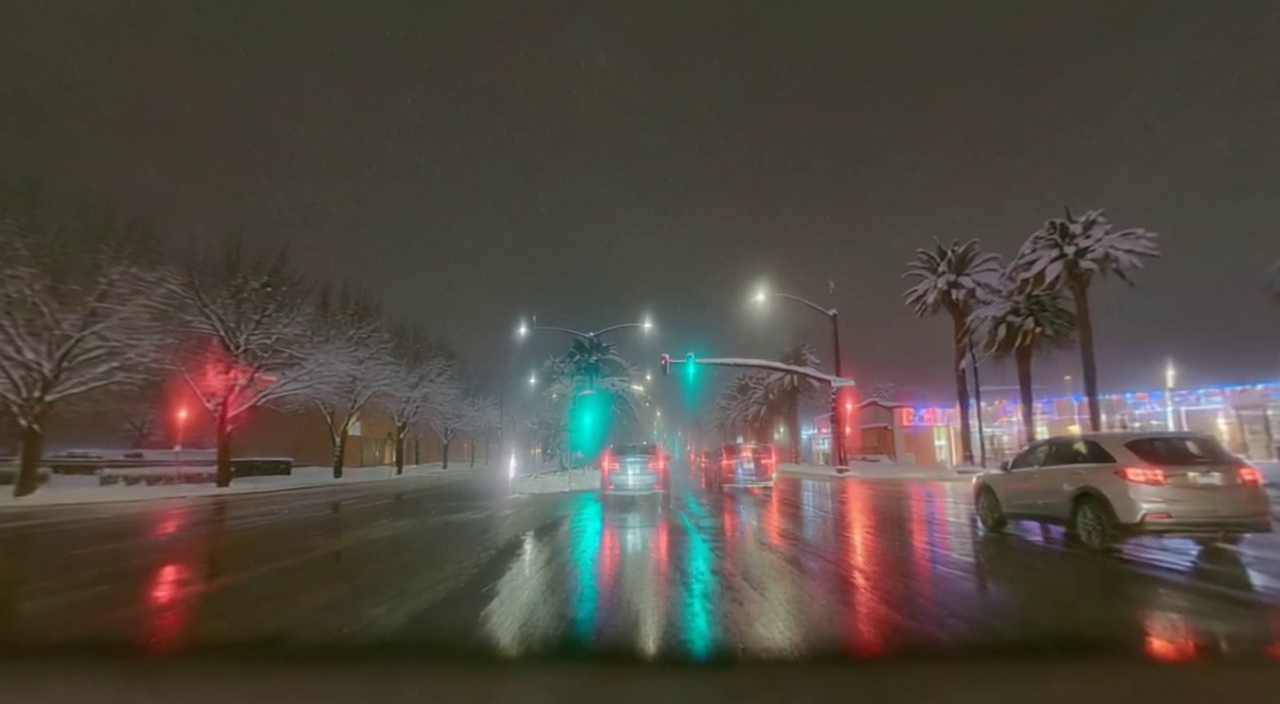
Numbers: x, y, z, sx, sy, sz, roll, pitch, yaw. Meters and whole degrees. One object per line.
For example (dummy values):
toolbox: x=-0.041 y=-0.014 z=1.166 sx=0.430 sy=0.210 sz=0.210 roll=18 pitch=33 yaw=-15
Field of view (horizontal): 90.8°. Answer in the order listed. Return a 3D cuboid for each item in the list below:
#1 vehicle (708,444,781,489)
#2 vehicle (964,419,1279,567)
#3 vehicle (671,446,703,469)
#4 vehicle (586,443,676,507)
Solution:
vehicle: x=3.770 y=4.195 z=23.543 sx=1.892 sy=1.532 sz=4.177 roll=0 pitch=-8 yaw=-2
vehicle: x=6.921 y=1.927 z=9.376 sx=1.940 sy=1.674 sz=4.085 roll=0 pitch=-8 yaw=-1
vehicle: x=3.486 y=7.960 z=47.914 sx=2.012 sy=1.570 sz=4.600 roll=0 pitch=-8 yaw=-1
vehicle: x=-0.239 y=3.188 z=16.879 sx=2.110 sy=1.487 sz=3.873 roll=0 pitch=-8 yaw=-1
